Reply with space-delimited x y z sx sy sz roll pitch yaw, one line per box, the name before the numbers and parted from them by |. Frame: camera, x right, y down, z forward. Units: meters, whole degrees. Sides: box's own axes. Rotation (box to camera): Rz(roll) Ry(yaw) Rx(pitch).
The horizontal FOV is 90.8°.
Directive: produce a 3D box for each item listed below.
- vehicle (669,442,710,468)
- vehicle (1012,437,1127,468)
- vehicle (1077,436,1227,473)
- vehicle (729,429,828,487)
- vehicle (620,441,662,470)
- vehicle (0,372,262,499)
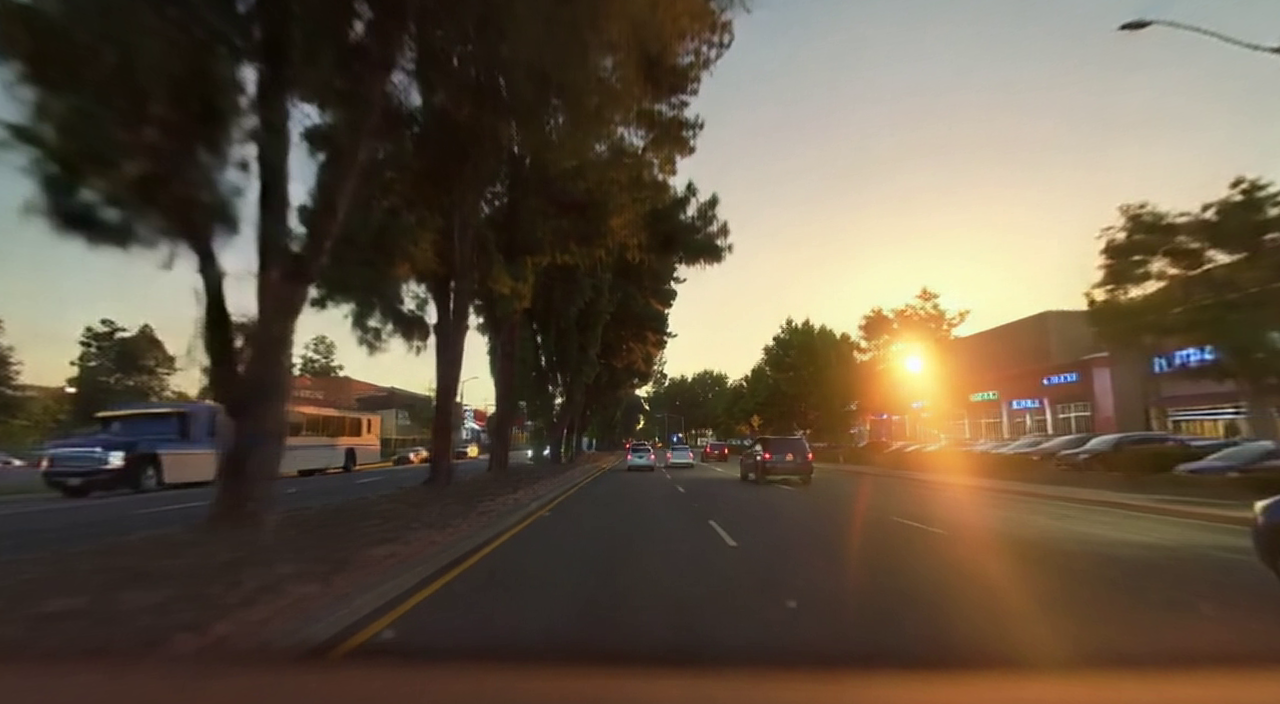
vehicle | 2.776 5.869 36.081 1.970 1.402 3.756 0 -8 -1
vehicle | 20.781 4.862 30.674 4.176 1.386 1.865 0 -8 -1
vehicle | 20.346 4.068 25.250 4.342 1.388 1.946 0 -8 -2
vehicle | 4.734 3.698 22.401 2.140 1.811 4.593 0 -8 -4
vehicle | 0.032 5.467 33.454 2.056 1.440 3.798 0 -8 -1
vehicle | -19.131 3.304 24.561 2.999 4.017 8.806 -1 -8 2
